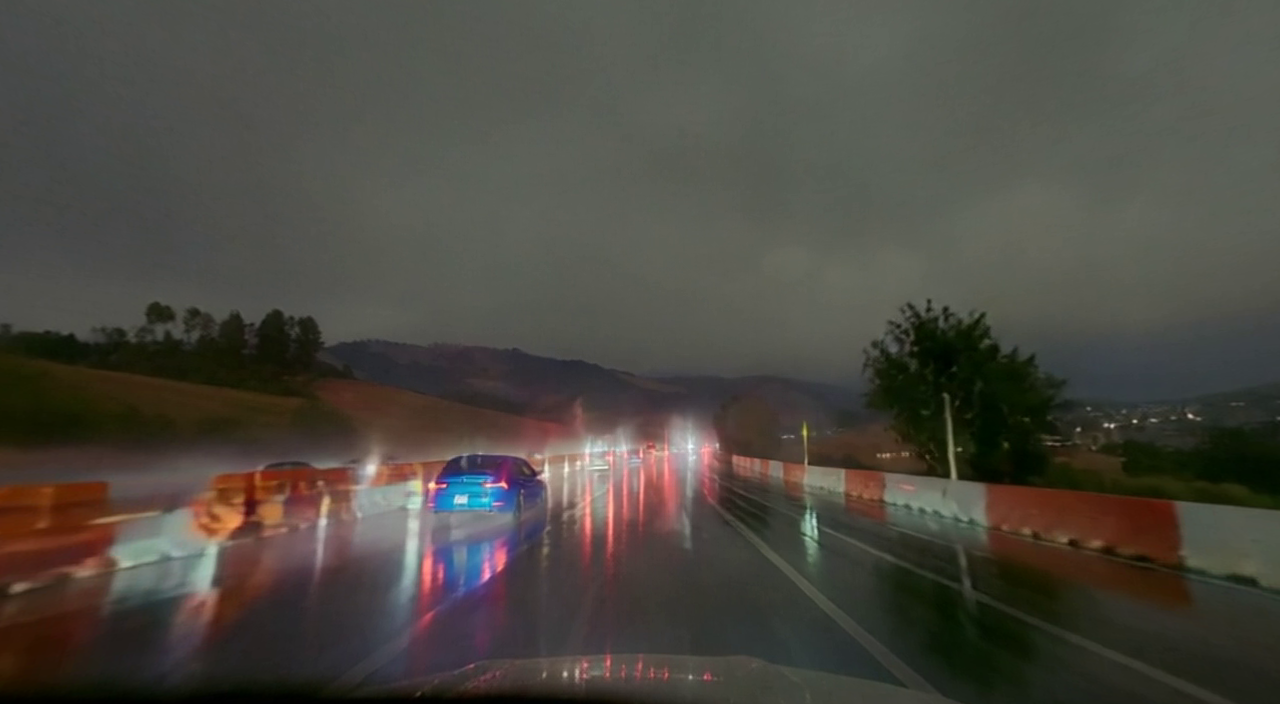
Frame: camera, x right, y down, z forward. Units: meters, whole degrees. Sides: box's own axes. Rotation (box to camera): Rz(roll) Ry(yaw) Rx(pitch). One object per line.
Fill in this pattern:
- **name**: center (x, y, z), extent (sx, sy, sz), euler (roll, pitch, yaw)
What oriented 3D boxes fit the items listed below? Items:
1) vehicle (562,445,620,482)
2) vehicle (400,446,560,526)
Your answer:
- **vehicle**: center (-2.042, 4.821, 27.529), extent (2.094, 1.480, 4.124), euler (0, -9, 2)
- **vehicle**: center (-2.970, 2.577, 12.669), extent (2.061, 1.330, 3.928), euler (0, -9, 2)
